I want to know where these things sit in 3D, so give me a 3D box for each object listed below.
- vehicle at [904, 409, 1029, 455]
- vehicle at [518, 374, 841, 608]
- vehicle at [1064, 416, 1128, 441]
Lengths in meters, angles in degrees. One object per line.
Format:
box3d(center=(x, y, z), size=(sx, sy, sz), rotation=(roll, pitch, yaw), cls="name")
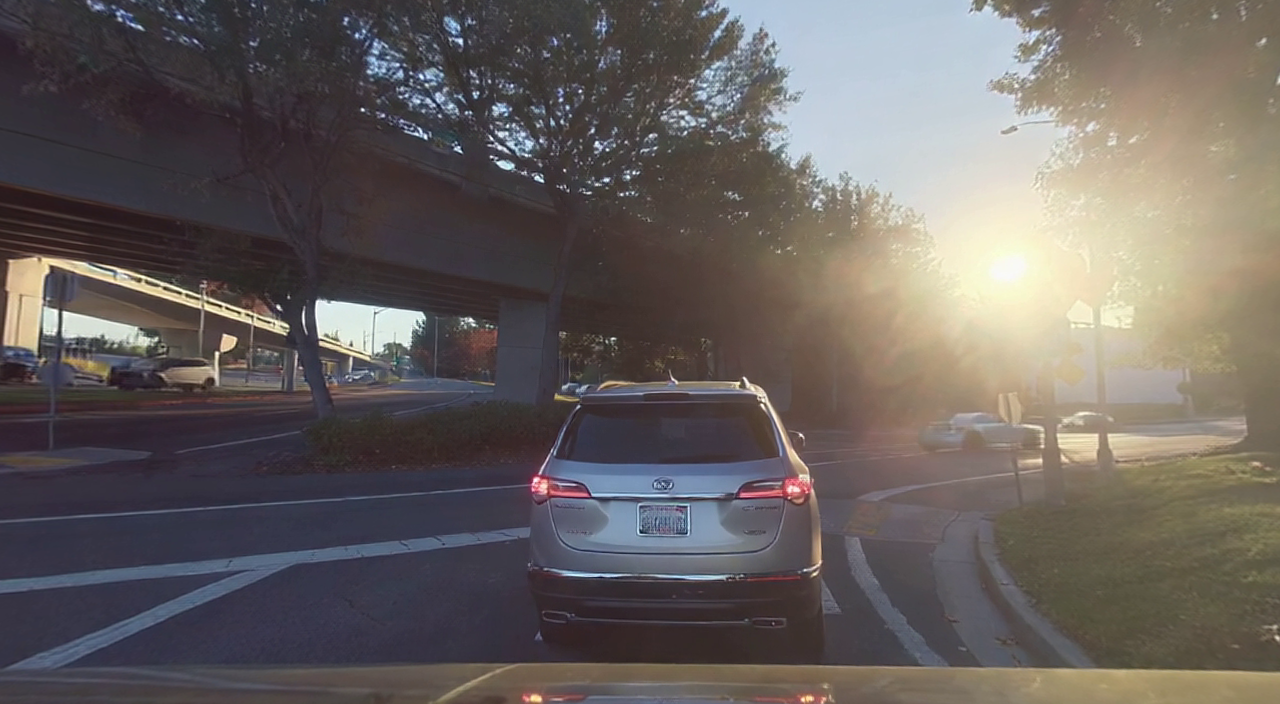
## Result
box3d(center=(14.069, 3.482, 27.134), size=(5.166, 1.791, 2.131), rotation=(4, -10, -28), cls="vehicle")
box3d(center=(0.301, 1.400, 7.134), size=(2.494, 1.804, 4.336), rotation=(0, -9, 0), cls="vehicle")
box3d(center=(33.916, 5.686, 46.868), size=(4.557, 1.712, 1.913), rotation=(3, -9, -29), cls="vehicle")
